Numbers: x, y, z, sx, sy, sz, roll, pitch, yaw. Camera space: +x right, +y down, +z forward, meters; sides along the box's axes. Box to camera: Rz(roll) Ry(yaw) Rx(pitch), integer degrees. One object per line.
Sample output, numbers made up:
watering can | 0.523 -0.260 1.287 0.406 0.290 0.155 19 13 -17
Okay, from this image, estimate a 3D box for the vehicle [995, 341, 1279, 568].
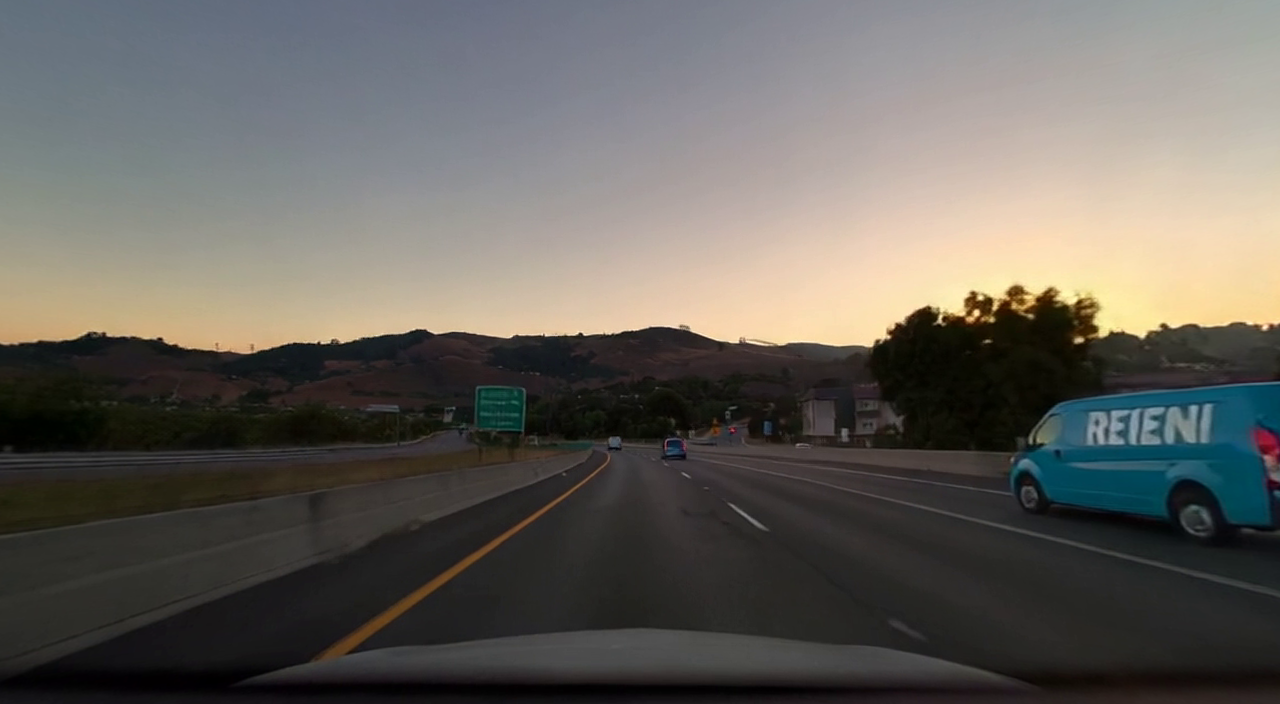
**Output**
vehicle | 6.988 1.192 7.496 2.275 2.059 5.543 0 -8 0
